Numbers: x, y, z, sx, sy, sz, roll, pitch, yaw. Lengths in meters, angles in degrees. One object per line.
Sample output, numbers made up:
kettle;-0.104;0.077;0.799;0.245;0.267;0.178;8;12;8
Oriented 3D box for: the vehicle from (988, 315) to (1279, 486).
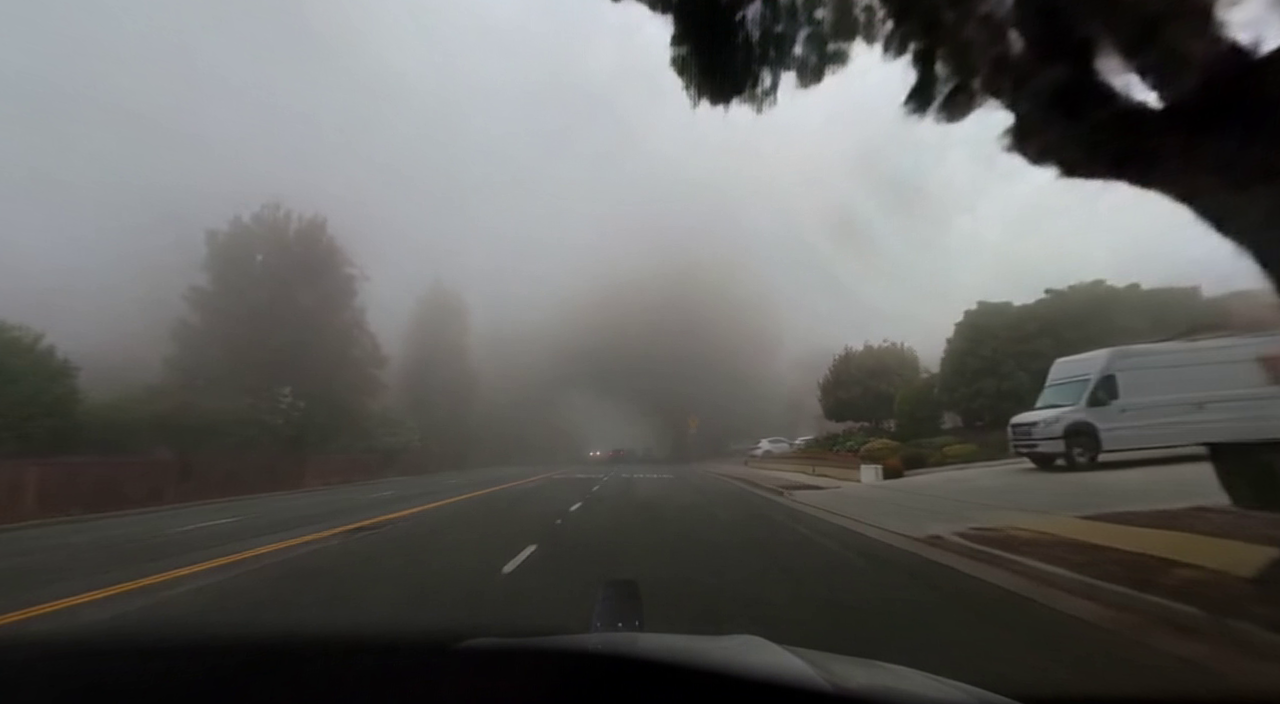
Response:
vehicle;17.547;1.472;18.697;12.151;4.157;3.709;-1;-15;-6
